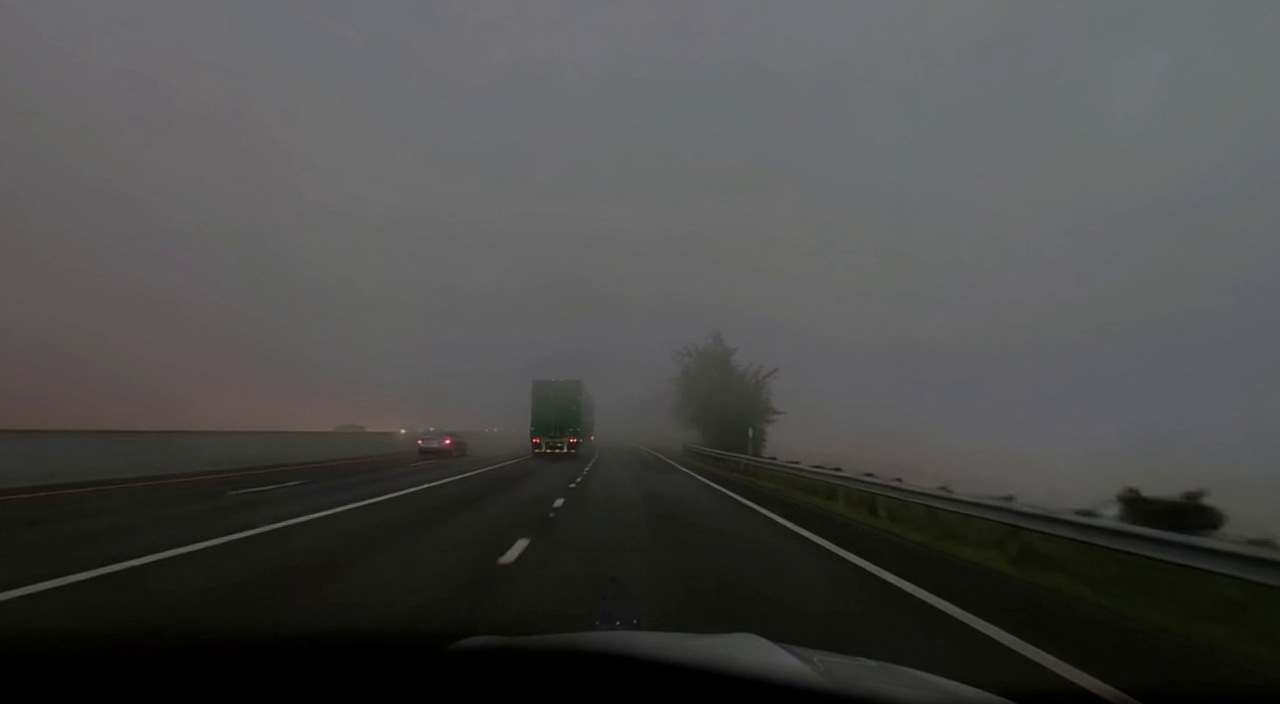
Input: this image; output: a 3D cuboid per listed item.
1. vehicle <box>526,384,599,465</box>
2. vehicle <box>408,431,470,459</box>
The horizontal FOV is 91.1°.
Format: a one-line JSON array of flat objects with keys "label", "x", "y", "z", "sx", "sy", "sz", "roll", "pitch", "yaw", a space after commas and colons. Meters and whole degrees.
[{"label": "vehicle", "x": -4.213, "y": 4.431, "z": 37.186, "sx": 3.002, "sy": 3.987, "sz": 12.477, "roll": 0, "pitch": -8, "yaw": -1}, {"label": "vehicle", "x": -11.783, "y": 5.491, "z": 37.190, "sx": 2.138, "sy": 1.531, "sz": 4.864, "roll": 0, "pitch": -8, "yaw": -1}]
